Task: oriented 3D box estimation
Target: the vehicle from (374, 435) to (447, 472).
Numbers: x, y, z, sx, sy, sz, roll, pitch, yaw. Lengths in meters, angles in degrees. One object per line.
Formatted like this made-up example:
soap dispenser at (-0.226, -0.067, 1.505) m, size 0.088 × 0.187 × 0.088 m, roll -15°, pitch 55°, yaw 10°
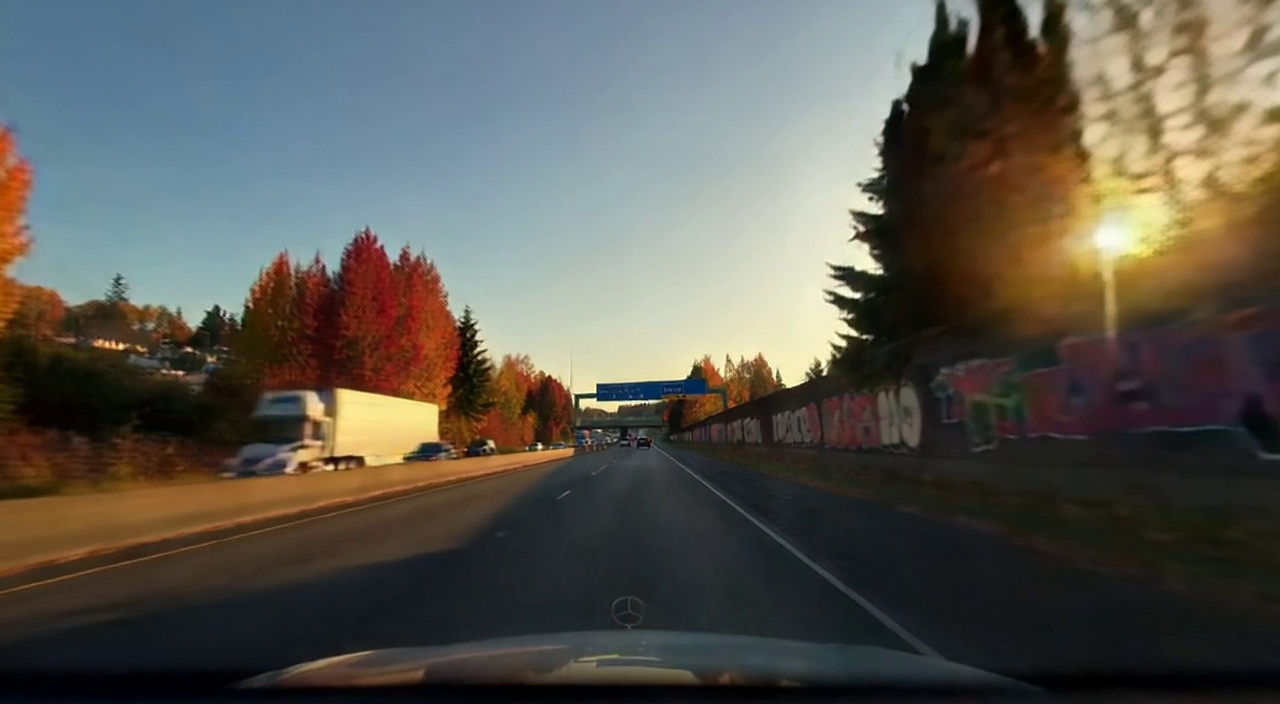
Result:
vehicle at (-10.292, 4.578, 28.530) m, size 1.824 × 1.535 × 3.900 m, roll 0°, pitch -8°, yaw 0°

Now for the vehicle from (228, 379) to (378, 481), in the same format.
vehicle at (-14.614, 3.502, 28.024) m, size 3.053 × 3.994 × 6.354 m, roll 0°, pitch -8°, yaw 0°
